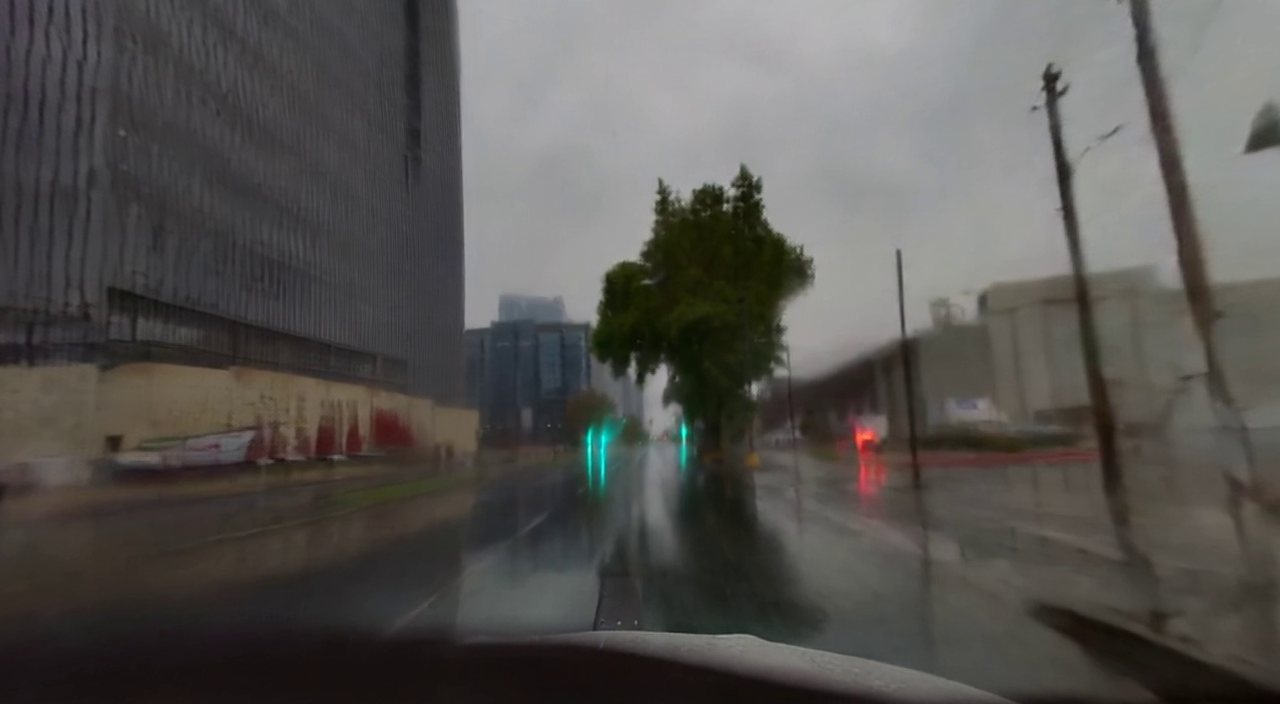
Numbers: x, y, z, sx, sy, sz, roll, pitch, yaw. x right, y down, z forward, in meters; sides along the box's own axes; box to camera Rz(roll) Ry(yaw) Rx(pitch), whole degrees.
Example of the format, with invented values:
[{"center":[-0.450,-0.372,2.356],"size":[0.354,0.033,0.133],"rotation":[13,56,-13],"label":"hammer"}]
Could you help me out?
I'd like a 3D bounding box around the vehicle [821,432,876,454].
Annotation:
[{"center":[16.042,7.027,48.518],"size":[3.627,1.567,1.774],"rotation":[-3,-8,3],"label":"vehicle"}]
